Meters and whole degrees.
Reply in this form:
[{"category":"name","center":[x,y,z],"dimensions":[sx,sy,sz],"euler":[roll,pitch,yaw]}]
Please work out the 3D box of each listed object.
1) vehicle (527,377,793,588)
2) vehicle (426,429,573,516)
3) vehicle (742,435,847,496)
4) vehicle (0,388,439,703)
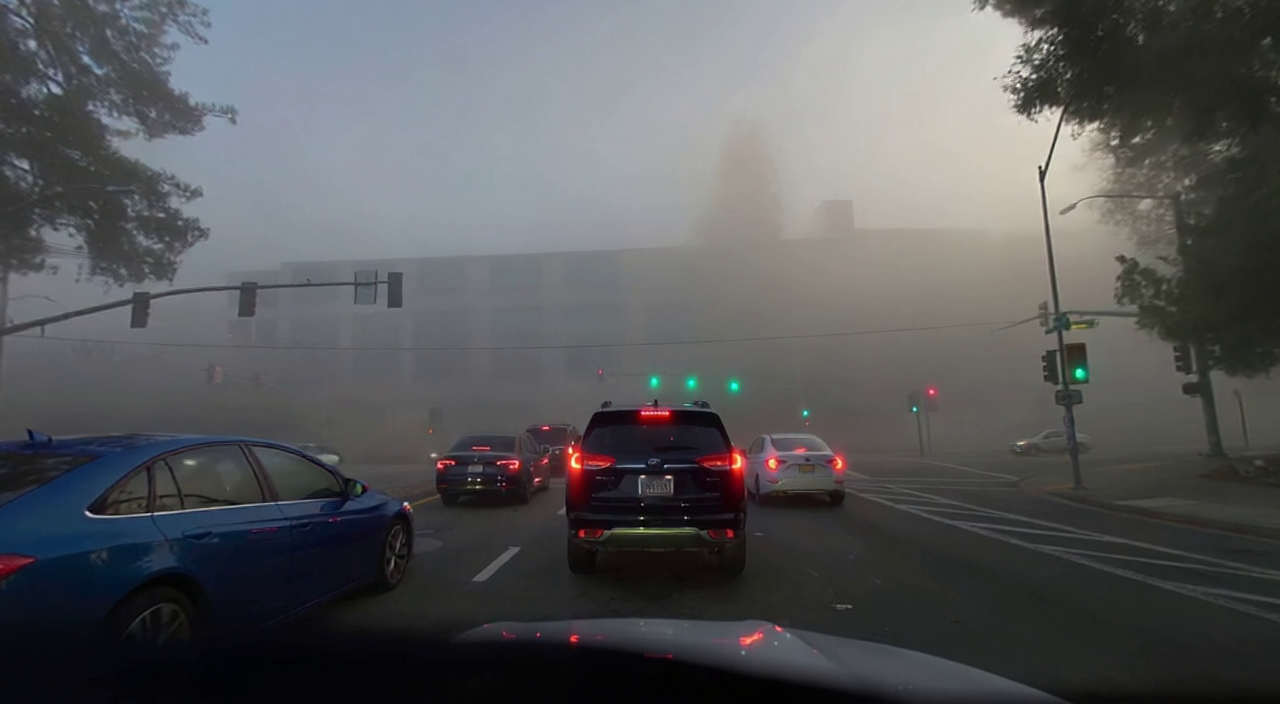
[{"category":"vehicle","center":[0.216,1.446,7.733],"dimensions":[2.300,1.832,4.331],"euler":[0,-8,1]},{"category":"vehicle","center":[-2.685,2.397,13.096],"dimensions":[1.851,1.502,4.042],"euler":[0,-8,4]},{"category":"vehicle","center":[4.118,3.081,17.510],"dimensions":[1.979,1.453,4.011],"euler":[0,-8,1]},{"category":"vehicle","center":[-3.215,1.201,4.434],"dimensions":[1.958,1.494,4.624],"euler":[0,-8,2]}]
